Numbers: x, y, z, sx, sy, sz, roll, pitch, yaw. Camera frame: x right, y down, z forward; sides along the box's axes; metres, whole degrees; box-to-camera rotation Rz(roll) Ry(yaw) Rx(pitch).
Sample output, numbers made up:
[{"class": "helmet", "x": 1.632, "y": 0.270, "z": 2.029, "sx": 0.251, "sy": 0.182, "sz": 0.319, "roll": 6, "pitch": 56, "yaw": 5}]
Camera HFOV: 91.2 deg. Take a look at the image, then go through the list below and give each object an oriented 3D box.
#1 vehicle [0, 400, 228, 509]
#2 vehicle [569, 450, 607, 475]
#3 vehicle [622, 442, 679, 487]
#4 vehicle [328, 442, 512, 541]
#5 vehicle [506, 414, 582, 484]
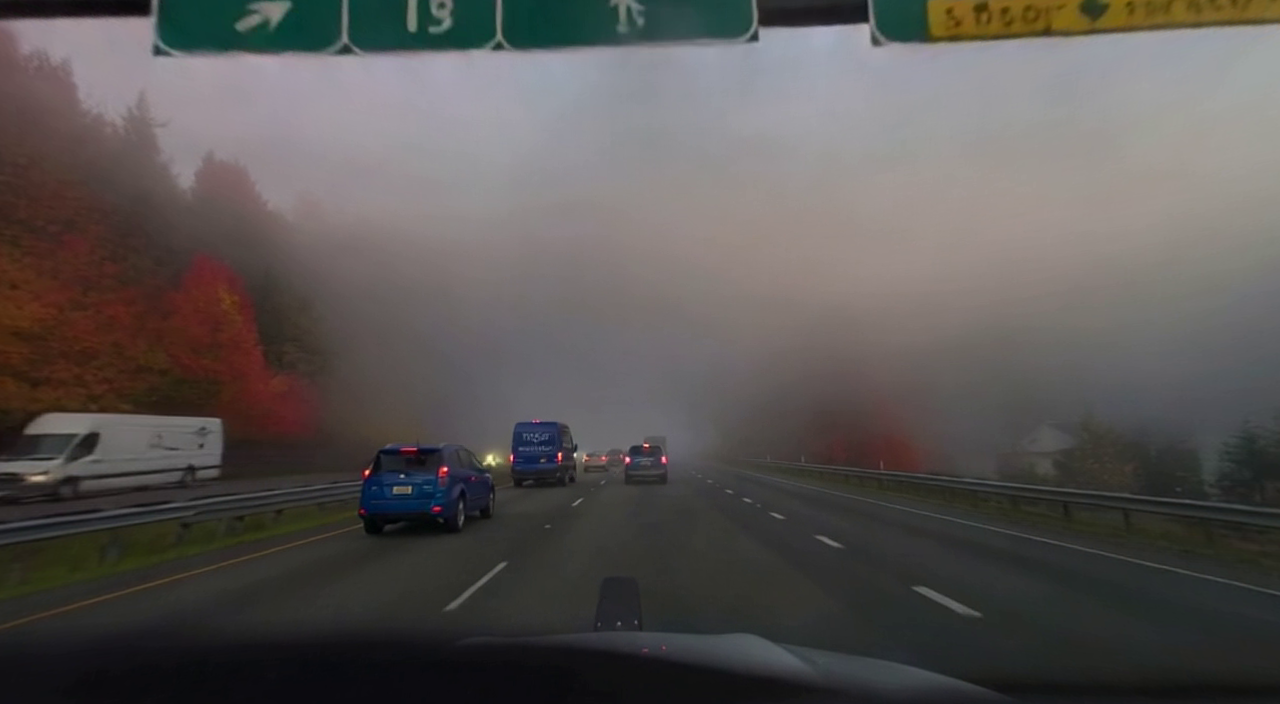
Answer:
[{"class": "vehicle", "x": -22.171, "y": 4.260, "z": 26.389, "sx": 2.958, "sy": 3.709, "sz": 9.339, "roll": -1, "pitch": -9, "yaw": 2}, {"class": "vehicle", "x": -3.292, "y": 7.089, "z": 40.602, "sx": 2.015, "sy": 1.496, "sz": 4.312, "roll": 0, "pitch": -9, "yaw": 1}, {"class": "vehicle", "x": 0.421, "y": 4.626, "z": 26.023, "sx": 2.195, "sy": 1.679, "sz": 4.070, "roll": 0, "pitch": -9, "yaw": 0}, {"class": "vehicle", "x": -3.790, "y": 2.459, "z": 11.671, "sx": 1.977, "sy": 1.485, "sz": 3.973, "roll": 0, "pitch": -9, "yaw": 0}, {"class": "vehicle", "x": -3.990, "y": 4.222, "z": 27.279, "sx": 2.275, "sy": 2.692, "sz": 5.810, "roll": 0, "pitch": -9, "yaw": 1}]
